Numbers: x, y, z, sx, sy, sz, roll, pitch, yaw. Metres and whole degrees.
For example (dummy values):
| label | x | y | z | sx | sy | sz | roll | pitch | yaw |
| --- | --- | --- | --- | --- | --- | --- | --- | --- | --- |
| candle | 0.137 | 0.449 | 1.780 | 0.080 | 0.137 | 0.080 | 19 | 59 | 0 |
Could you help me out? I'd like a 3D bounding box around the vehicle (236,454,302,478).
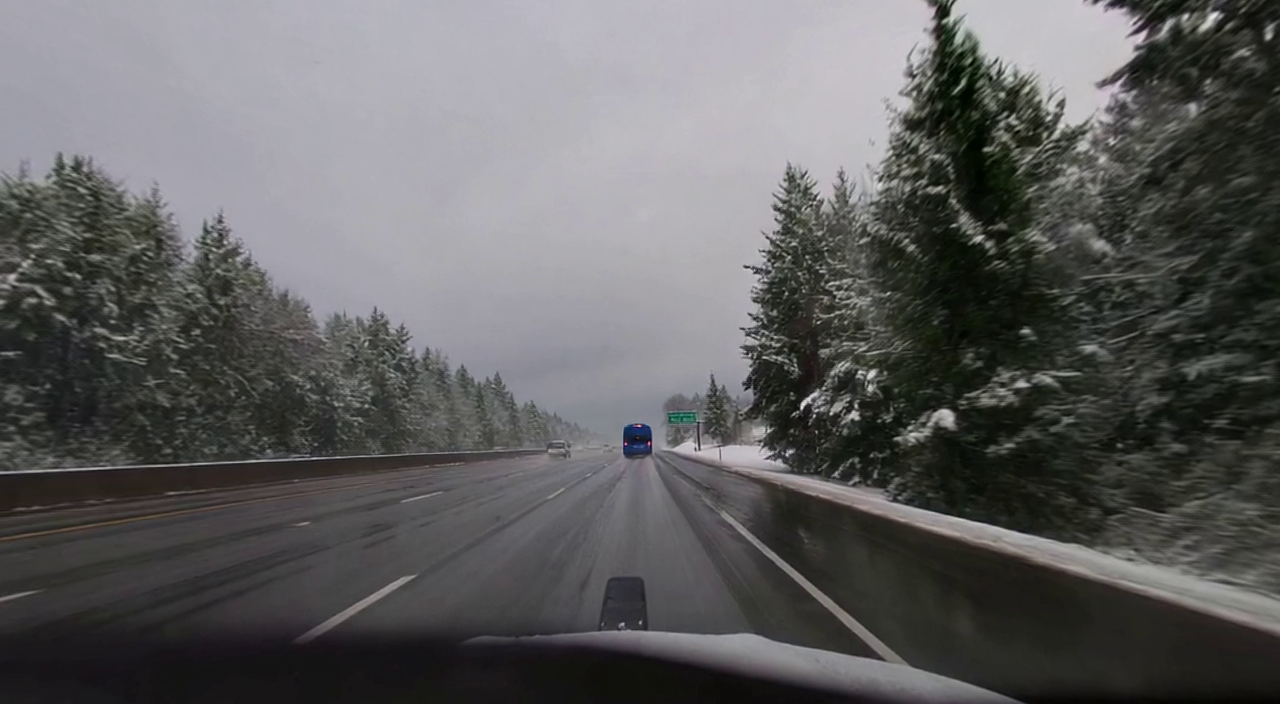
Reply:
| label | x | y | z | sx | sy | sz | roll | pitch | yaw |
| --- | --- | --- | --- | --- | --- | --- | --- | --- | --- |
| vehicle | -24.972 | 7.662 | 42.665 | 1.877 | 1.489 | 4.236 | 0 | -8 | 0 |
